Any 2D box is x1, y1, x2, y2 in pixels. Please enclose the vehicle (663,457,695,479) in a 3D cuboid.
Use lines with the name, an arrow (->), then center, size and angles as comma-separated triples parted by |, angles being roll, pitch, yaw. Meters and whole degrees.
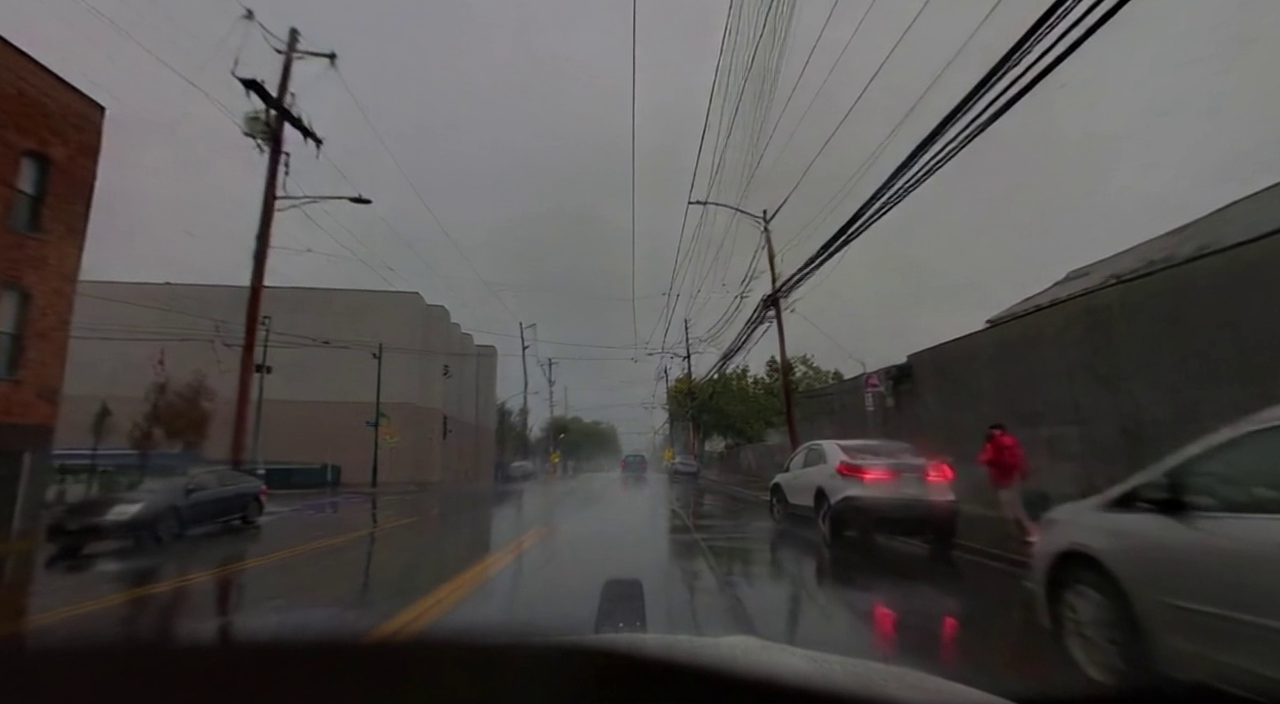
vehicle -> 2.922, 8.778, 48.116 | 1.910, 1.512, 4.274 | 0, -9, -3

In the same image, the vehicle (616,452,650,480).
vehicle -> -0.483, 7.762, 43.191 | 2.190, 1.783, 4.048 | 0, -9, 0

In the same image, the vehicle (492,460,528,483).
vehicle -> -10.190, 9.443, 49.789 | 1.923, 1.542, 4.572 | -4, -12, -1

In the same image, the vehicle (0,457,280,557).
vehicle -> -9.967, 3.118, 13.202 | 2.079, 1.550, 4.865 | -3, -11, -1

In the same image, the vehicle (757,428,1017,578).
vehicle -> 3.144, 2.016, 9.334 | 1.941, 1.634, 4.674 | 0, -9, 0

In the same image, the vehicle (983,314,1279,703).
vehicle -> 3.235, 0.671, 1.536 | 2.102, 1.765, 4.674 | 0, -9, -1
